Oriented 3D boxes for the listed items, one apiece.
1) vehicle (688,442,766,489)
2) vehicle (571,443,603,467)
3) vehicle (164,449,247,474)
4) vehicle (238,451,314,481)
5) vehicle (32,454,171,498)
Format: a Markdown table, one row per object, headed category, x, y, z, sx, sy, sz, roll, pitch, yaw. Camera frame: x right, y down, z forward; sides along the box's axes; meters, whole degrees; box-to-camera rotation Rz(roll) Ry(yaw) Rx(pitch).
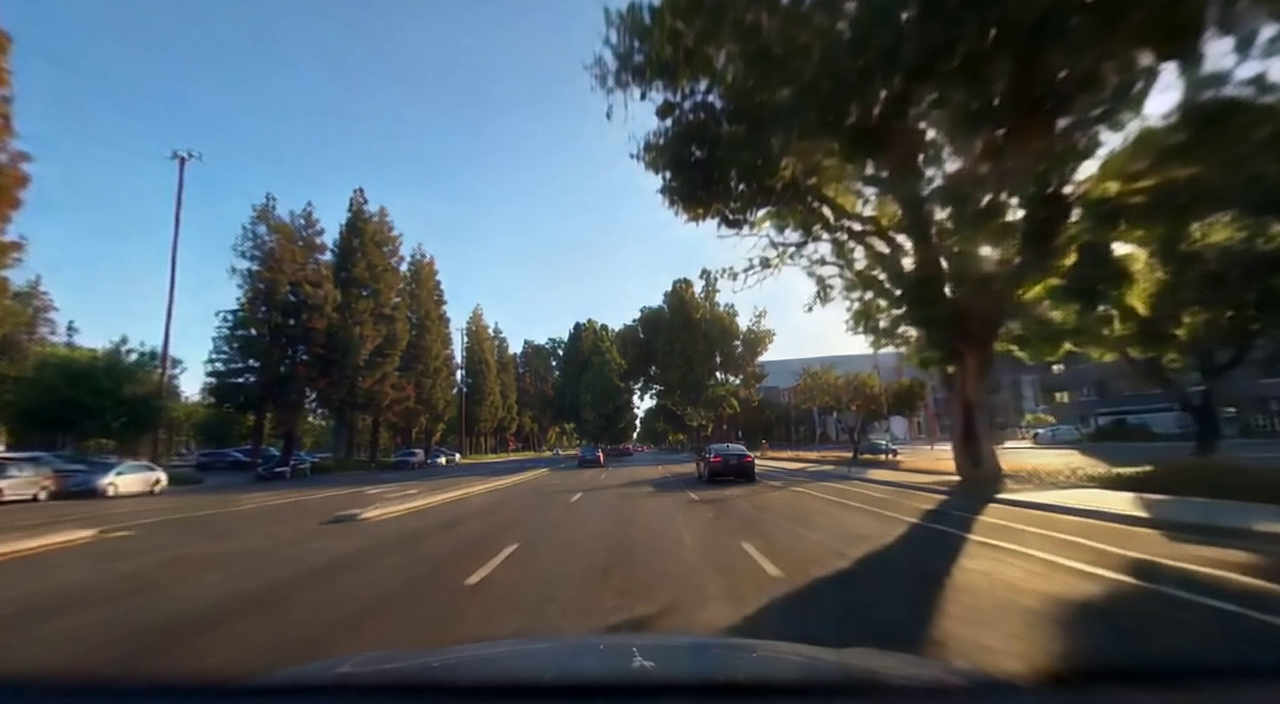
| category | x | y | z | sx | sy | sz | roll | pitch | yaw |
| --- | --- | --- | --- | --- | --- | --- | --- | --- | --- |
| vehicle | 2.890 | 3.880 | 21.984 | 1.966 | 1.449 | 4.290 | 0 | -9 | -2 |
| vehicle | -3.741 | 7.384 | 45.390 | 1.935 | 1.617 | 4.045 | 0 | -9 | 0 |
| vehicle | -30.583 | 7.709 | 44.559 | 4.278 | 1.625 | 1.974 | 0 | -9 | -1 |
| vehicle | -22.456 | 7.023 | 39.201 | 1.926 | 1.681 | 4.601 | -1 | -9 | 1 |
| vehicle | -22.601 | 5.177 | 26.804 | 1.818 | 1.588 | 4.708 | 0 | -9 | -1 |
